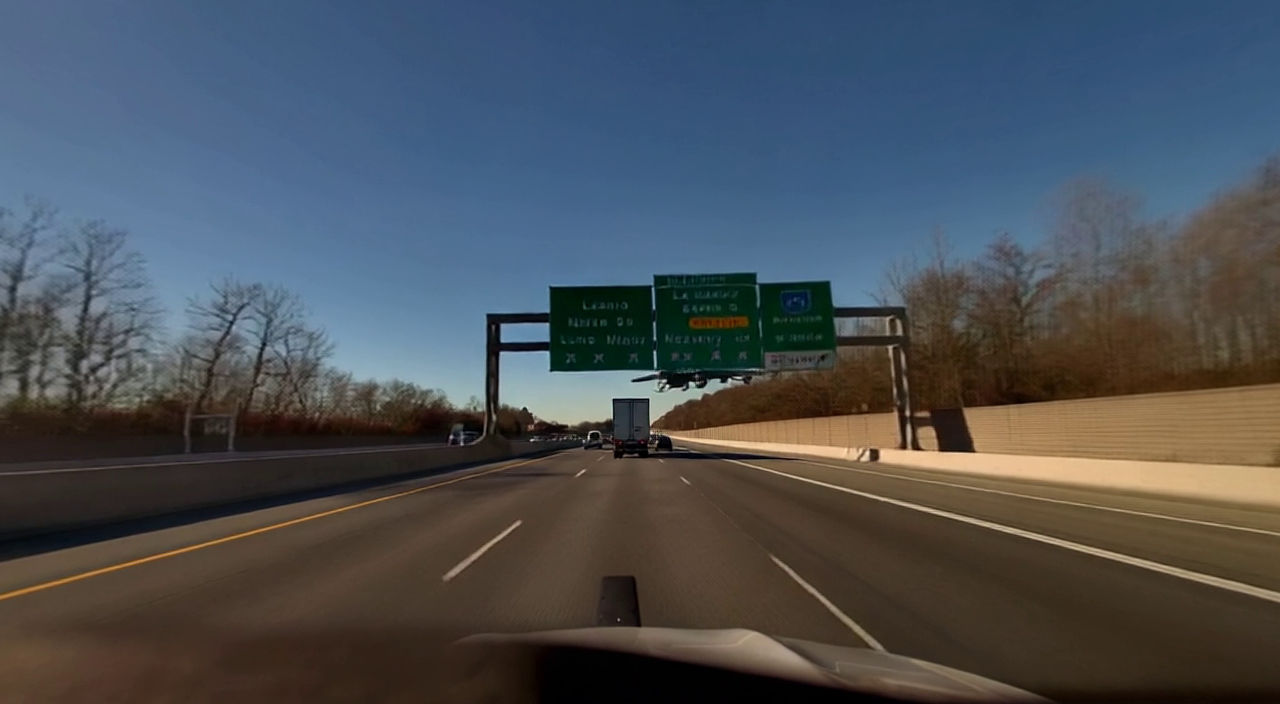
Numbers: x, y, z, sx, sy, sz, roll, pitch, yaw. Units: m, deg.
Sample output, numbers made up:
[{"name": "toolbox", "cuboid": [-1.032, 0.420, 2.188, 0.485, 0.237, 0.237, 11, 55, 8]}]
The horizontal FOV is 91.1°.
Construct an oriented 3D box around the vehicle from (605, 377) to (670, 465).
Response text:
[{"name": "vehicle", "cuboid": [-0.230, 4.259, 37.086, 2.965, 3.972, 16.689, 0, -8, -1]}]
